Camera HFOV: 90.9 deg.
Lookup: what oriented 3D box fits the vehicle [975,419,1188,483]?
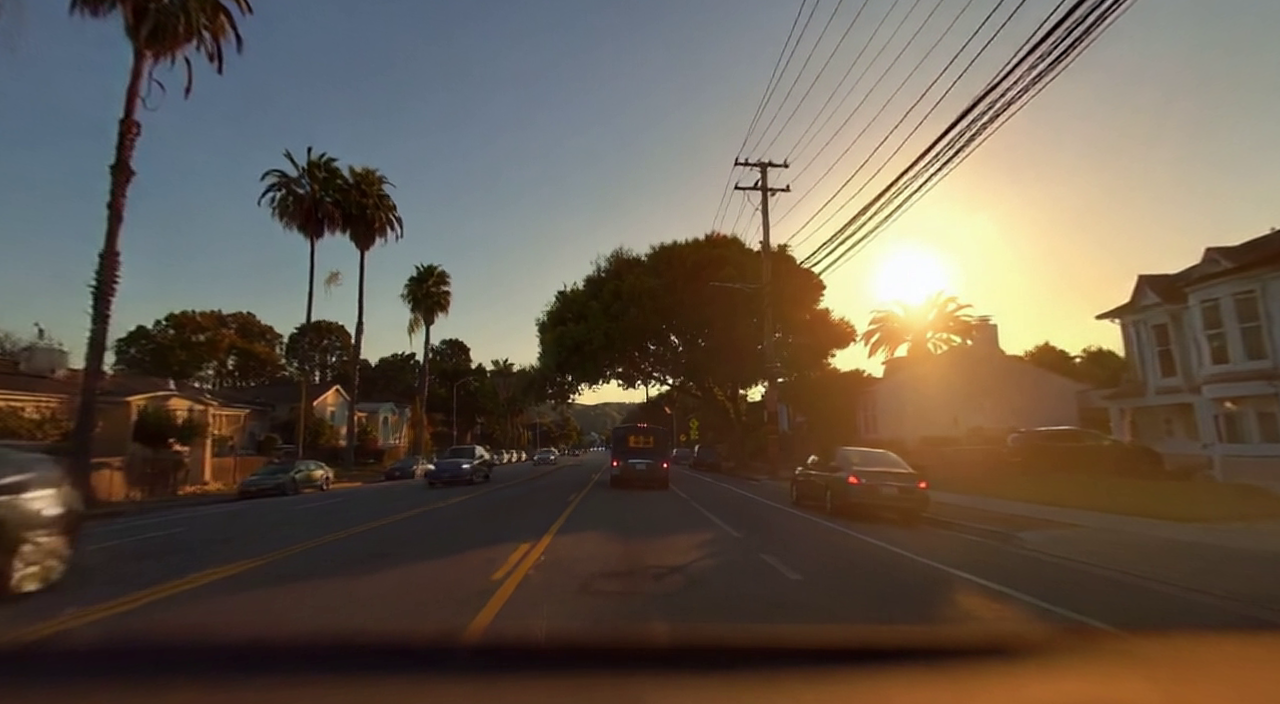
[{"bbox_3d":[13.379,3.023,19.380,4.749,1.699,2.311,-1,-8,-1],"label":"vehicle"}]

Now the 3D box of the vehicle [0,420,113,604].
[{"bbox_3d":[-6.744,1.313,4.734,1.965,1.653,4.251,0,-8,-3],"label":"vehicle"}]

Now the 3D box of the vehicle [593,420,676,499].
[{"bbox_3d":[-0.292,3.162,18.900,2.168,2.040,4.527,1,-8,-4],"label":"vehicle"}]

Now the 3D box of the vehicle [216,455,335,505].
[{"bbox_3d":[-13.371,4.695,23.497,2.004,1.441,4.572,-3,-8,-4],"label":"vehicle"}]

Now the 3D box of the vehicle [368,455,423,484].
[{"bbox_3d":[-14.053,6.755,36.412,1.841,1.356,3.938,-4,-8,-3],"label":"vehicle"}]

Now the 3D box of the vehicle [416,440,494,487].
[{"bbox_3d":[-7.450,4.484,25.823,1.993,1.737,4.353,0,-8,-2],"label":"vehicle"}]

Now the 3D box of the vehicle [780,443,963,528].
[{"bbox_3d":[4.543,2.653,13.201,2.022,1.456,4.246,1,-8,-3],"label":"vehicle"}]

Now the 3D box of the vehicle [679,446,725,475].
[{"bbox_3d":[3.408,6.042,35.332,1.946,1.530,4.240,0,-8,-3],"label":"vehicle"}]
